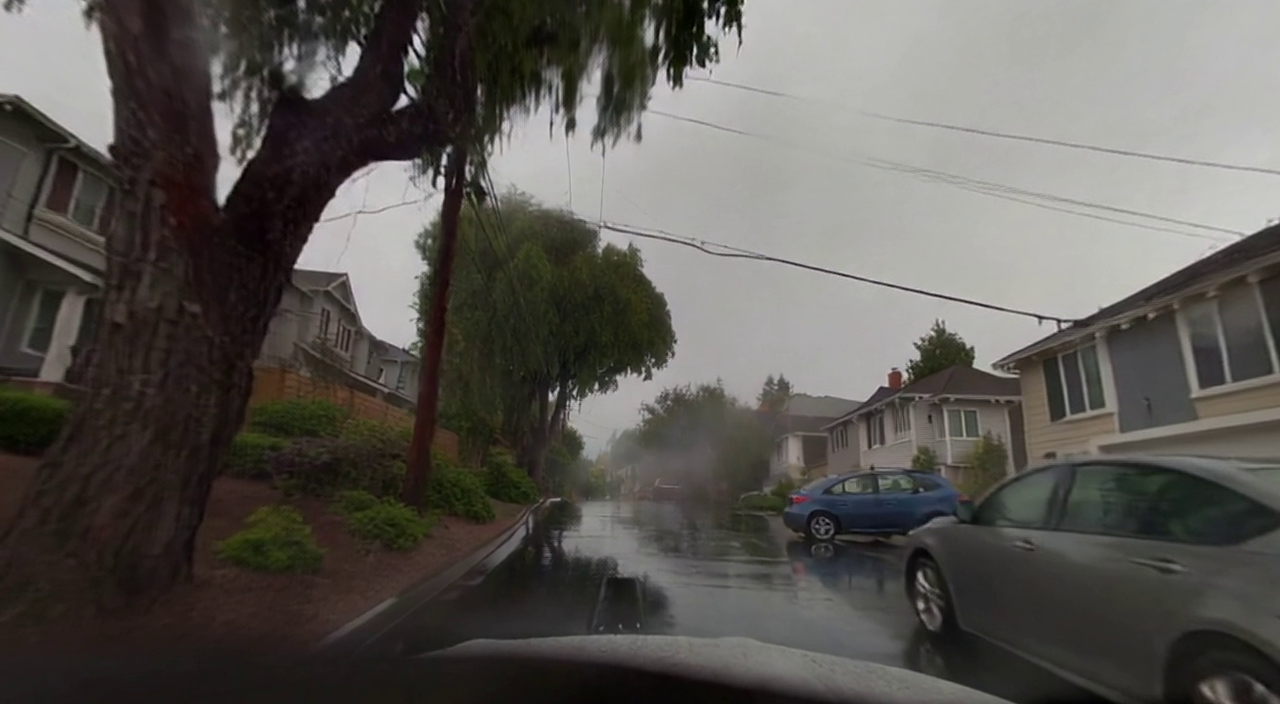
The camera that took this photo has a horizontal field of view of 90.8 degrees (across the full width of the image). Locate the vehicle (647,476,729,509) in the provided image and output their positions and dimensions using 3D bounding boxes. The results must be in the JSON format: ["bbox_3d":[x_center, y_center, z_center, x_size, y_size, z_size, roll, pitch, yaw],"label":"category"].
[{"bbox_3d":[2.759,8.164,36.946,4.413,1.728,1.869,1,-9,-9],"label":"vehicle"}]

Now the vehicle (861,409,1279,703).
[{"bbox_3d":[3.261,1.165,3.368,2.133,1.566,4.737,1,-9,-5],"label":"vehicle"}]
